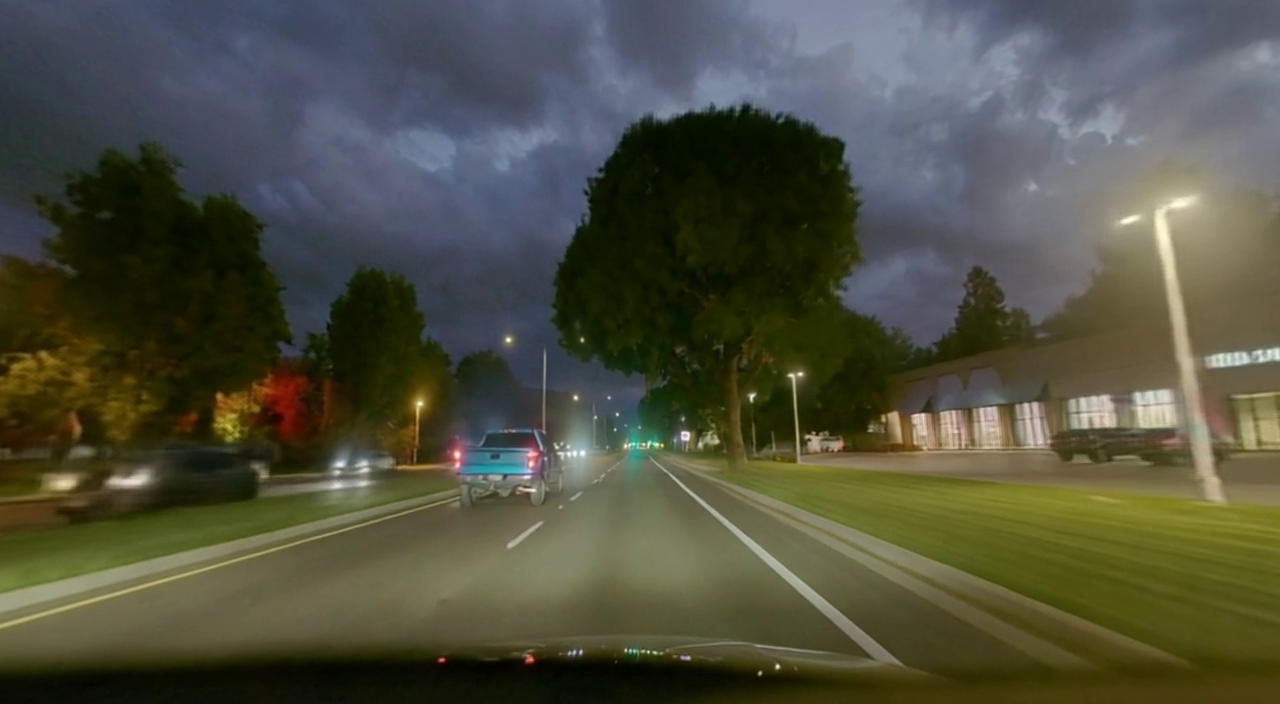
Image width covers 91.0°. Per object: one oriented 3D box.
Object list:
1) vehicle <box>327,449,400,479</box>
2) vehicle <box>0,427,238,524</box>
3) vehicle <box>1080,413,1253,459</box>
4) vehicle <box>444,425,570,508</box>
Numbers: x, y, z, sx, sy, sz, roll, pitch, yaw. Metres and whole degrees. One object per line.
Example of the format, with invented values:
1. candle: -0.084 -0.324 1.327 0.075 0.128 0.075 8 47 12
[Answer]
1. vehicle: -14.512 5.877 33.337 1.813 1.476 4.406 0 -9 1
2. vehicle: -11.386 2.553 13.628 1.988 1.687 5.001 0 -9 0
3. vehicle: 26.148 4.255 31.478 6.324 1.986 2.478 -2 -9 0
4. vehicle: -3.232 2.924 16.561 2.065 1.790 5.417 0 -9 1
